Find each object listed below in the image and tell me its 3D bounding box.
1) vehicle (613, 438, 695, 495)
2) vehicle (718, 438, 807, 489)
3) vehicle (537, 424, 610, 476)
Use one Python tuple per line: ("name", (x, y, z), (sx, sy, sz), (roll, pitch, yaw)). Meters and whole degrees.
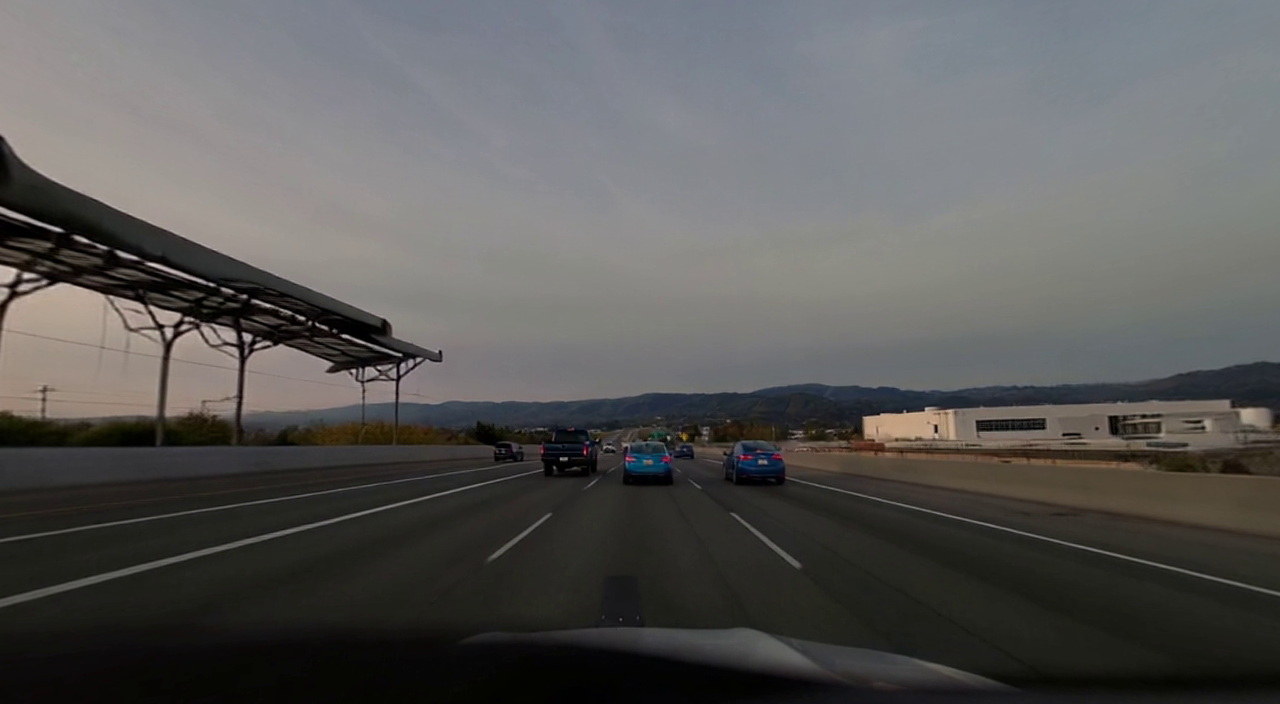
("vehicle", (0.353, 3.356, 18.875), (2.171, 1.493, 4.081), (0, -8, -1))
("vehicle", (3.996, 3.724, 21.392), (2.023, 1.510, 4.773), (0, -8, -1))
("vehicle", (-3.038, 4.745, 30.764), (2.733, 2.230, 6.820), (0, -8, 1))
